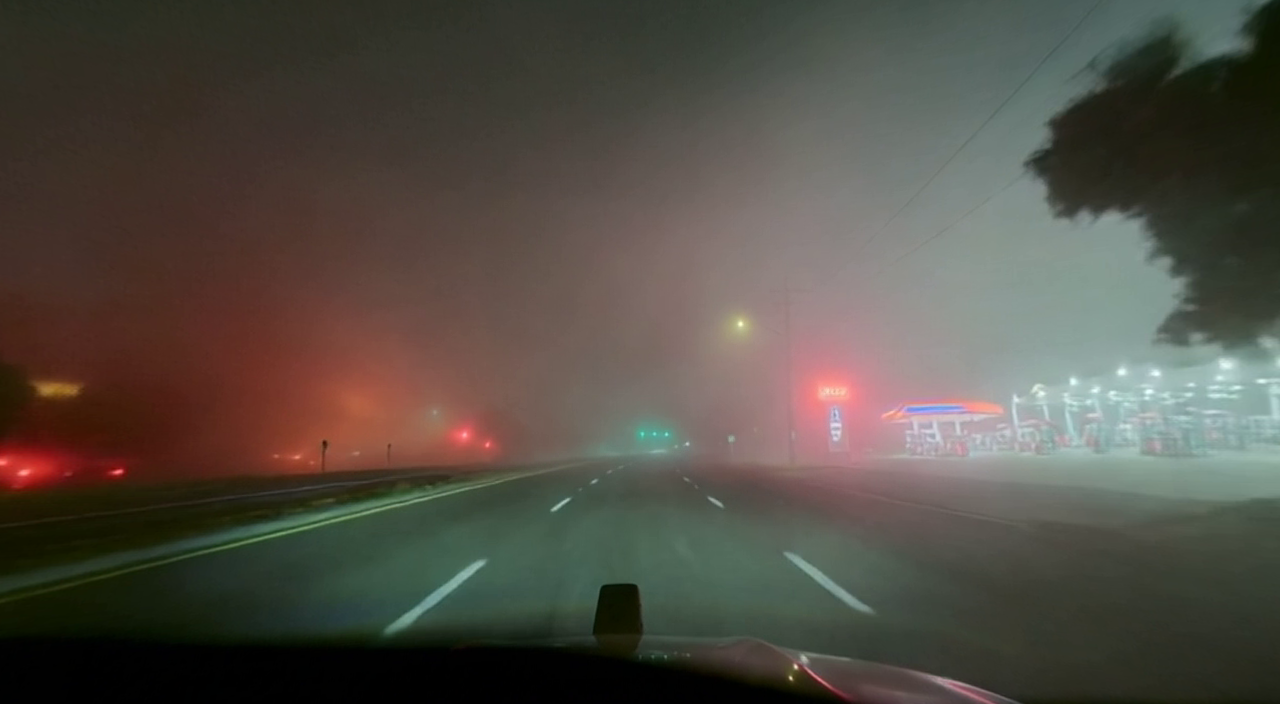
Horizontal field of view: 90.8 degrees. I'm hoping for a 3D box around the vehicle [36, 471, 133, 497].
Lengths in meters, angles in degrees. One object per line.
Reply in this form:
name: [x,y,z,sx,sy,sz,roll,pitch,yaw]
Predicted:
vehicle: [-37.345,8.889,42.630,1.964,1.445,4.518,-3,-9,13]
